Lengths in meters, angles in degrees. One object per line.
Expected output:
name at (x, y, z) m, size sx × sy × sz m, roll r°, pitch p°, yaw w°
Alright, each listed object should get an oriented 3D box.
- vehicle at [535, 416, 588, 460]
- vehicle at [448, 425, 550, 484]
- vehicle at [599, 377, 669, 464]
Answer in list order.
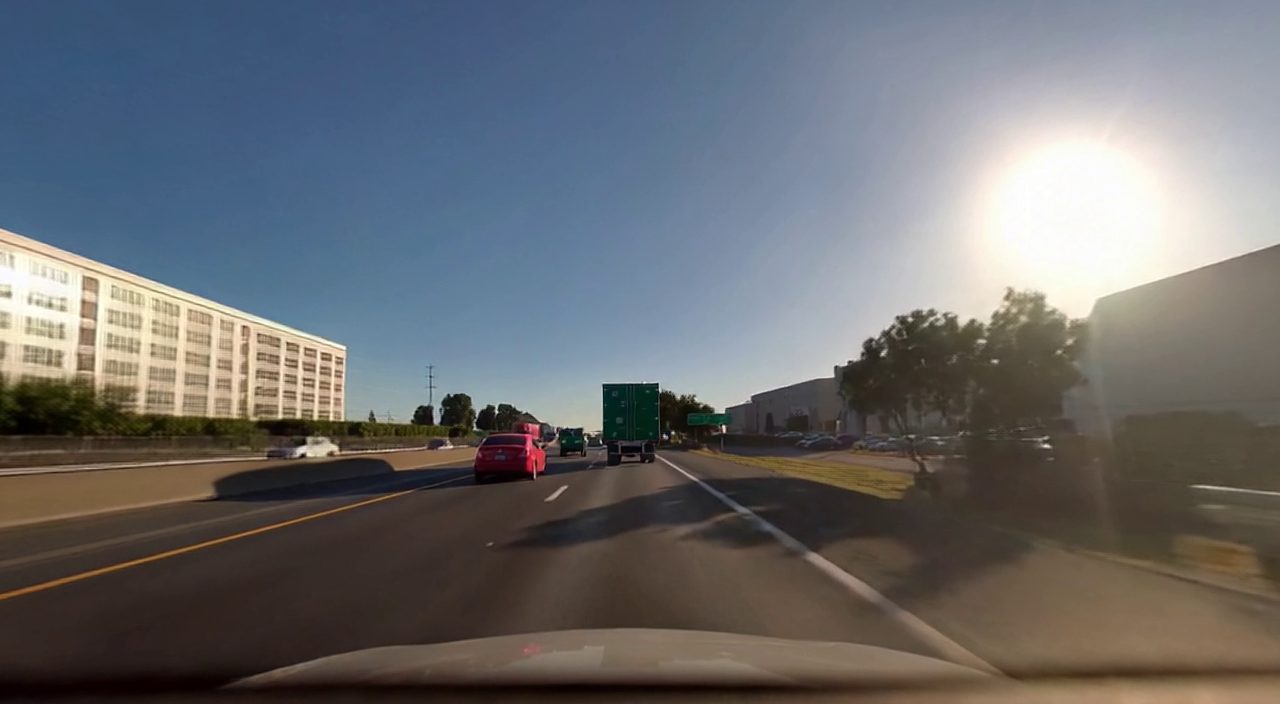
vehicle at (-5.191, 5.807, 42.749) m, size 2.717 × 2.714 × 6.997 m, roll 0°, pitch -8°, yaw -1°
vehicle at (-4.266, 3.187, 20.027) m, size 2.005 × 1.602 × 5.131 m, roll 0°, pitch -8°, yaw 1°
vehicle at (-0.389, 3.899, 34.659) m, size 3.259 × 4.066 × 9.891 m, roll 0°, pitch -8°, yaw -1°
